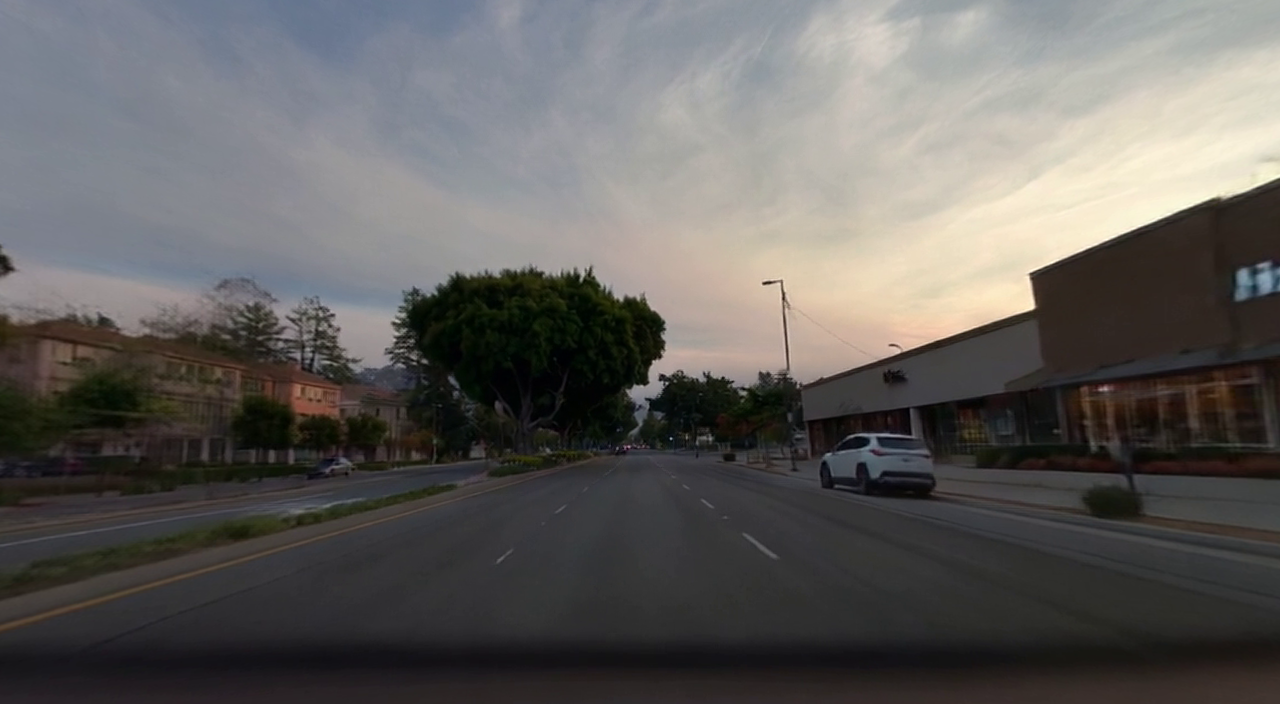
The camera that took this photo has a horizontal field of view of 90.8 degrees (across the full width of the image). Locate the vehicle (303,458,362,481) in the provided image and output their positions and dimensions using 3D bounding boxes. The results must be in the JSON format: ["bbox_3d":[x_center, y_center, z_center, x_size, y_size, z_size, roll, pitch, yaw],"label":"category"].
[{"bbox_3d":[-22.285,8.523,46.088,1.164,1.469,6.173,0,-9,0],"label":"vehicle"}]

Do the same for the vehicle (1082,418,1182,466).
[{"bbox_3d":[14.352,2.629,18.387,3.386,1.301,0.852,5,-10,-28],"label":"vehicle"}]

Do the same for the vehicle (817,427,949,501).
[{"bbox_3d":[6.971,3.260,18.788,1.954,1.907,4.736,0,-9,-1],"label":"vehicle"}]
